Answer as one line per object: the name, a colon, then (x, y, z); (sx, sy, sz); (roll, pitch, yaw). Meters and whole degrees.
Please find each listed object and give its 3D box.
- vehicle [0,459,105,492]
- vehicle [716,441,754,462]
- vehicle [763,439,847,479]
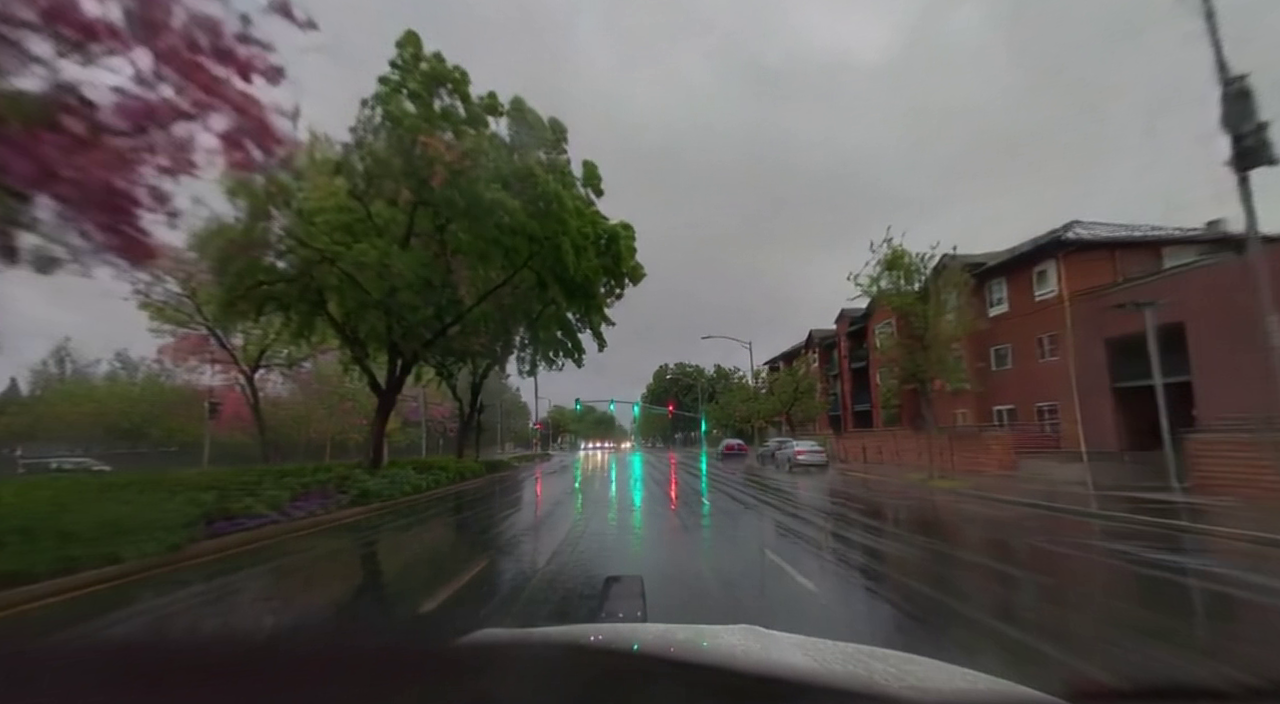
vehicle: (-34.963, 7.184, 37.089); (1.985, 1.691, 5.024); (-3, -9, 16)
vehicle: (6.741, 7.098, 45.228); (2.032, 1.449, 4.413); (0, -8, 0)
vehicle: (6.519, 4.278, 25.588); (1.891, 1.456, 4.909); (0, -8, -3)
